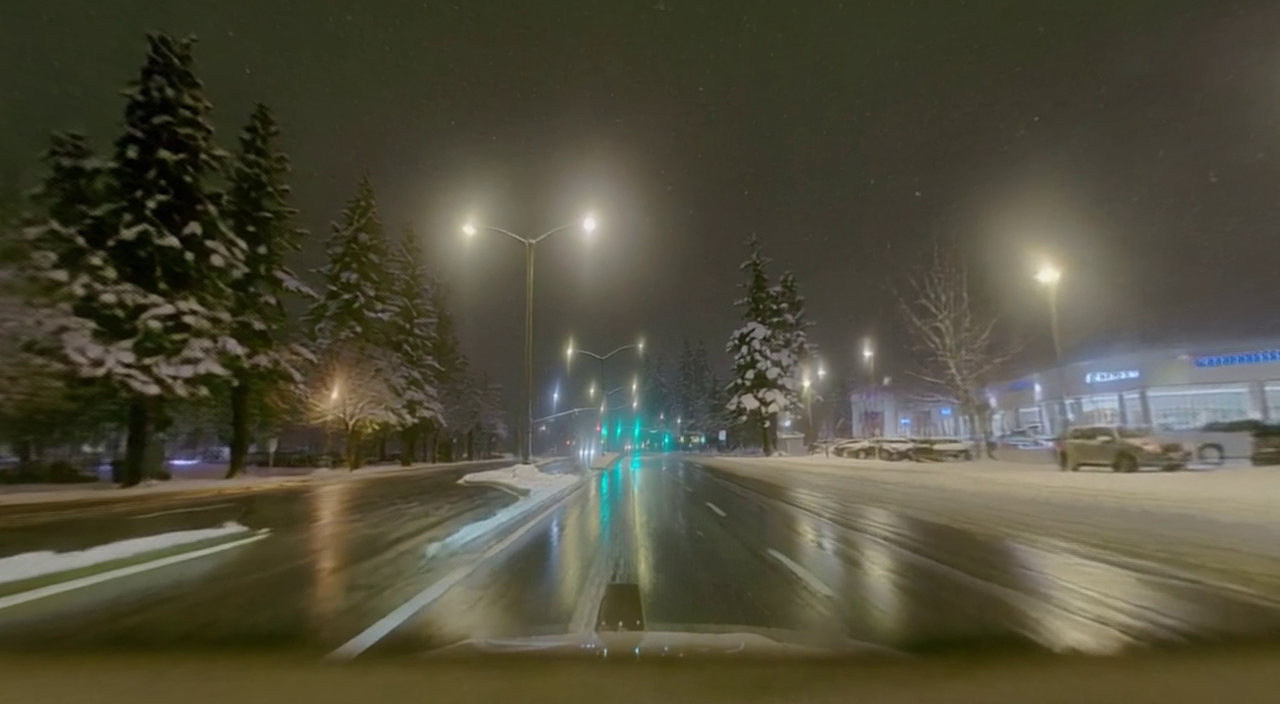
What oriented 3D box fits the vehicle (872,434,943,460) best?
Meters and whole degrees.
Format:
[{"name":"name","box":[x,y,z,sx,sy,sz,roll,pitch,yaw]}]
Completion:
[{"name":"vehicle","box":[18.258,6.464,43.109,4.493,1.632,1.985,4,-10,-28]}]

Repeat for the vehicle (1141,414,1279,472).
[{"name":"vehicle","box":[17.427,2.658,18.486,1.841,1.471,4.367,-2,-9,-1]}]

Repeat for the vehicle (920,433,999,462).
[{"name":"vehicle","box":[18.948,5.634,37.413,4.515,1.606,1.910,5,-10,-30]}]

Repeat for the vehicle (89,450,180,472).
[{"name":"vehicle","box":[-36.894,7.939,46.211,1.861,1.463,4.791,-6,-10,35]}]

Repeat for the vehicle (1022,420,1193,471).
[{"name":"vehicle","box":[17.204,3.510,23.742,2.196,1.667,5.262,0,-8,-3]}]
